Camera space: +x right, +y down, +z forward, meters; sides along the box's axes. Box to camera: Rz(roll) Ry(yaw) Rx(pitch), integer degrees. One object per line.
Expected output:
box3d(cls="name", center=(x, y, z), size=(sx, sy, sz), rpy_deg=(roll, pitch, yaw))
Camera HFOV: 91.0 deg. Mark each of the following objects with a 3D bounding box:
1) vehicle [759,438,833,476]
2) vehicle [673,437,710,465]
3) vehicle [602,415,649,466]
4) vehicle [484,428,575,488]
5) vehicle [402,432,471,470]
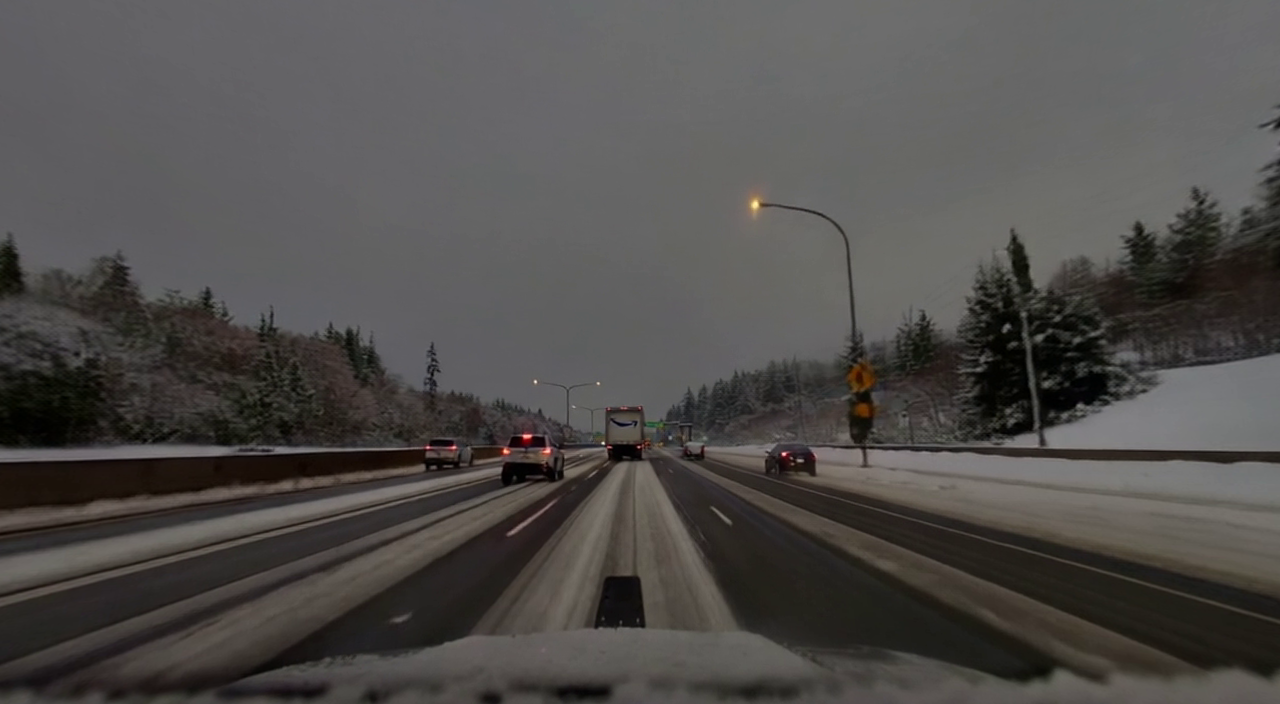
box3d(cls="vehicle", center=(6.753, 4.606, 27.830), size=(1.970, 1.499, 4.491), rpy_deg=(1, -8, -2))
box3d(cls="vehicle", center=(3.278, 6.357, 40.612), size=(2.067, 1.654, 3.985), rpy_deg=(0, -8, 0))
box3d(cls="vehicle", center=(-0.722, 5.178, 36.657), size=(2.456, 2.705, 6.251), rpy_deg=(0, -8, 2))
box3d(cls="vehicle", center=(-3.413, 3.362, 20.289), size=(2.095, 1.688, 4.188), rpy_deg=(0, -8, 1))
box3d(cls="vehicle", center=(-10.130, 4.957, 31.683), size=(2.023, 1.739, 4.229), rpy_deg=(0, -8, 0))
